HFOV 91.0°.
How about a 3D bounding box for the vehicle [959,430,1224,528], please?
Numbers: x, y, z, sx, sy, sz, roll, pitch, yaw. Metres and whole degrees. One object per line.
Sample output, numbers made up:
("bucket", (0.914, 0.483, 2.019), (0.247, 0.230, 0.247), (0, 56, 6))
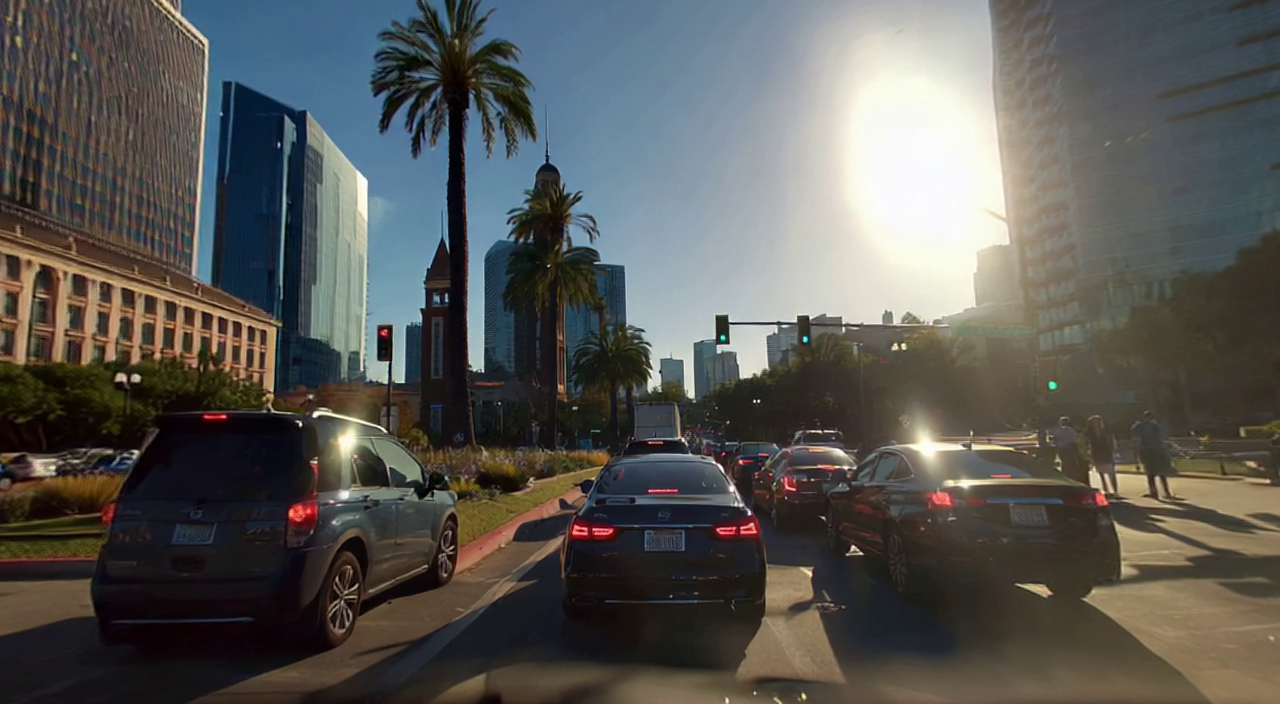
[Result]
("vehicle", (8.182, 2.318, 12.049), (1.859, 1.508, 4.259), (0, -9, -1))

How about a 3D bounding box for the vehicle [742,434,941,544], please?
("vehicle", (3.108, 2.206, 10.841), (1.913, 1.469, 4.425), (0, -9, -1))

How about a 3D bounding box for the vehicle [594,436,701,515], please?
("vehicle", (0.169, 2.655, 13.952), (2.048, 1.503, 3.681), (0, -9, 1))

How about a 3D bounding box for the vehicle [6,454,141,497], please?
("vehicle", (-26.705, 5.779, 29.951), (2.105, 1.793, 4.812), (0, -9, -4))

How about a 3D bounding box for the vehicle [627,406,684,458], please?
("vehicle", (0.817, 3.750, 28.920), (2.230, 2.158, 5.498), (-1, -9, 5))
